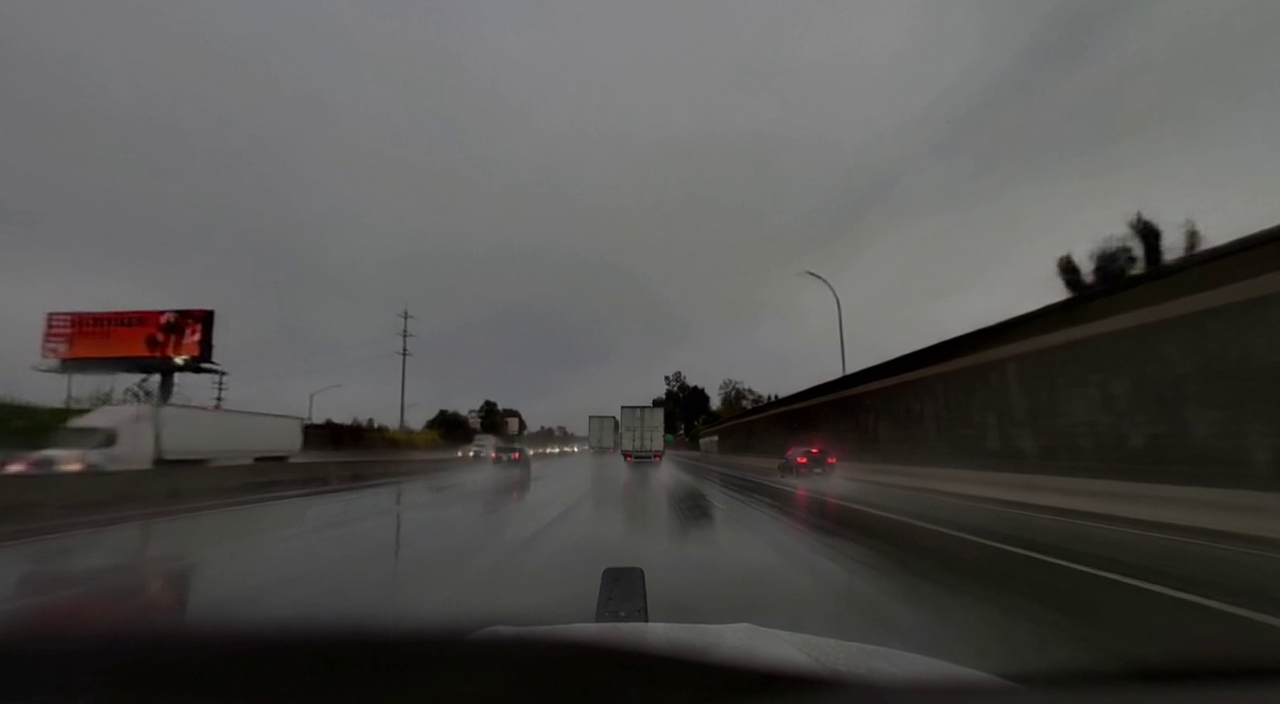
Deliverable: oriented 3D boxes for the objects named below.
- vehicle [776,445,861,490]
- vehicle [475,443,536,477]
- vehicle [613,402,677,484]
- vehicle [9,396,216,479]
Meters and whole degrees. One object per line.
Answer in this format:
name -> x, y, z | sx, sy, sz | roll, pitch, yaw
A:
vehicle -> 6.819, 4.424, 24.583 | 1.969, 1.560, 4.394 | 0, -8, -1
vehicle -> -6.726, 5.430, 31.978 | 1.992, 1.547, 4.673 | 0, -8, 1
vehicle -> 0.174, 5.103, 36.967 | 3.054, 3.944, 11.230 | -2, -6, -1
vehicle -> -25.435, 4.243, 31.205 | 3.022, 3.551, 8.023 | -1, -8, 2
